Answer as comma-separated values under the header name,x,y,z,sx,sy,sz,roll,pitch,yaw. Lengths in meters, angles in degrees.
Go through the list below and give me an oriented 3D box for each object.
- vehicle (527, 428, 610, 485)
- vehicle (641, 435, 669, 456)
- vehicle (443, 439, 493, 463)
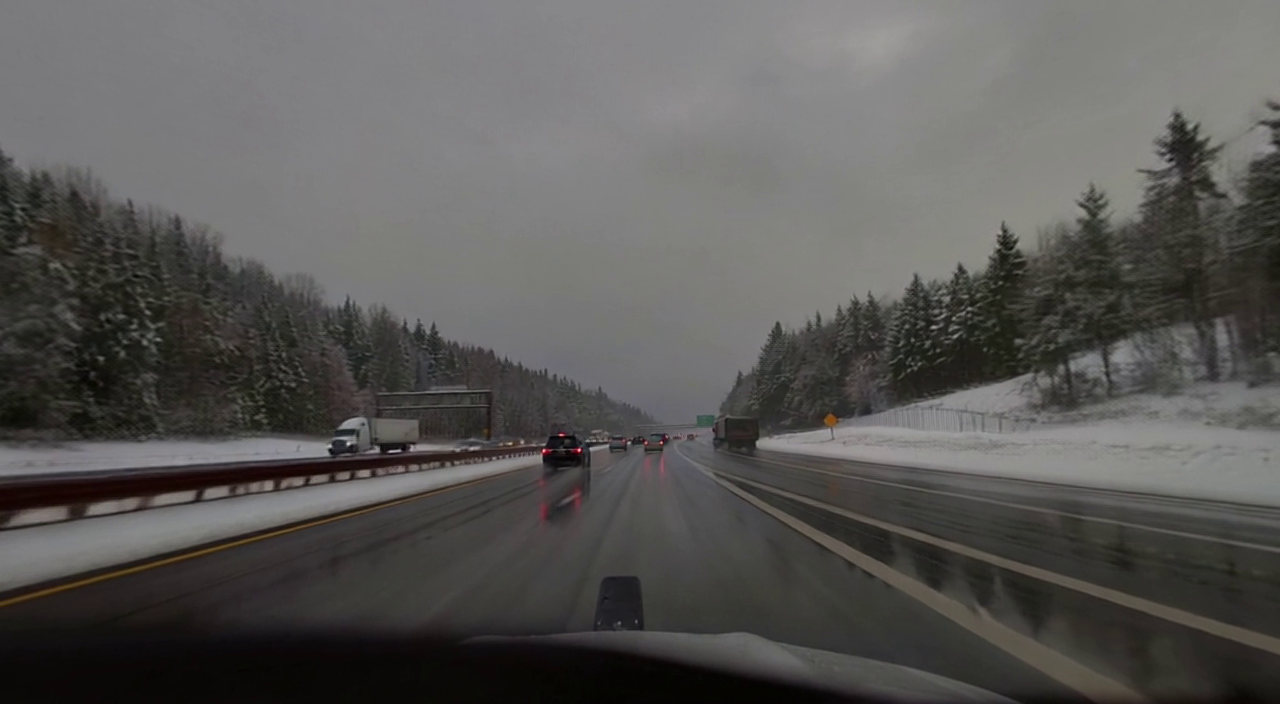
name,x,y,z,sx,sy,sz,roll,pitch,yaw
vehicle,-2.171,3.304,20.292,2.137,1.618,4.209,0,-8,0
vehicle,1.125,7.085,47.921,2.004,1.465,3.842,0,-8,1
vehicle,-11.270,6.488,41.609,1.881,1.449,4.521,0,-8,1
